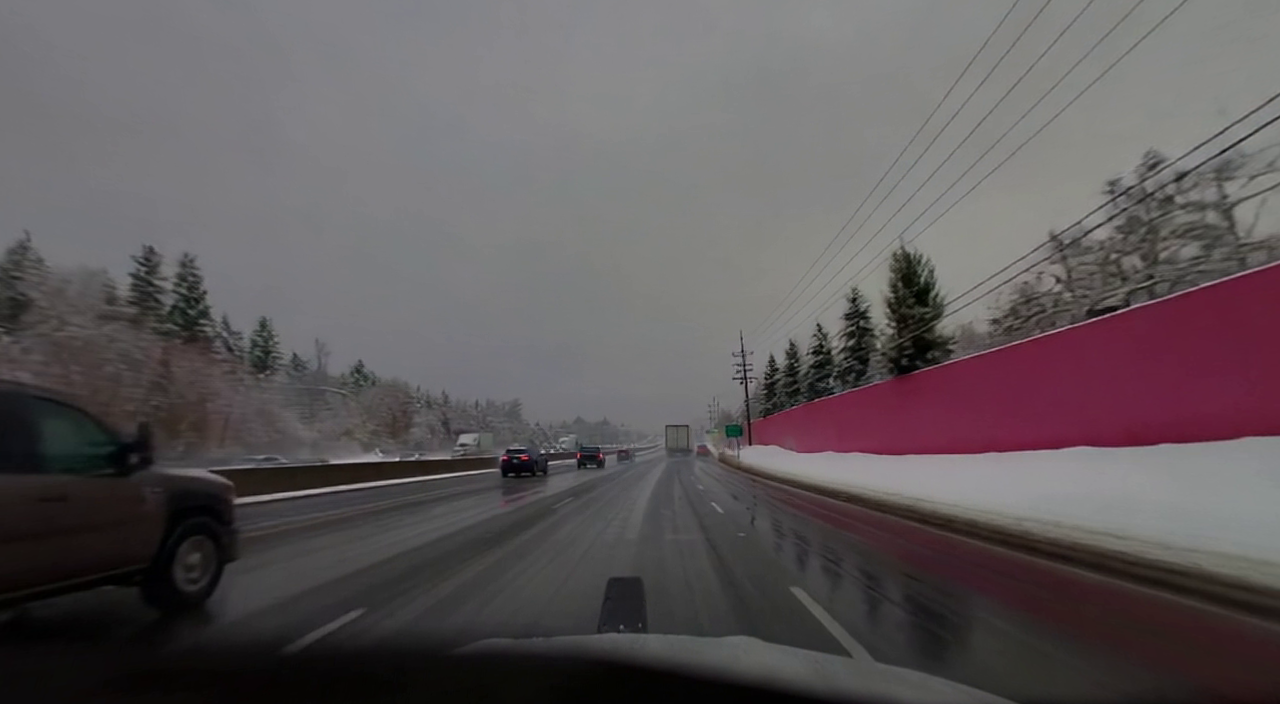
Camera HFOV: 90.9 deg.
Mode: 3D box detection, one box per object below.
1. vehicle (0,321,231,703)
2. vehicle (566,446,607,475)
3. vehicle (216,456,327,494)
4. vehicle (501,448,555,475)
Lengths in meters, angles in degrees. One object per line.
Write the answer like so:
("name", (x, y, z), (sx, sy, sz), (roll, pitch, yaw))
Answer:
("vehicle", (-3.814, 0.665, 1.712), (2.136, 1.865, 4.722), (-1, -9, 1))
("vehicle", (-3.085, 6.371, 37.246), (1.966, 1.565, 3.766), (-1, -9, 2))
("vehicle", (-16.110, 5.383, 27.892), (1.923, 1.459, 4.561), (-1, -9, 4))
("vehicle", (-6.650, 6.538, 37.950), (2.142, 1.503, 4.767), (-1, -9, 3))
